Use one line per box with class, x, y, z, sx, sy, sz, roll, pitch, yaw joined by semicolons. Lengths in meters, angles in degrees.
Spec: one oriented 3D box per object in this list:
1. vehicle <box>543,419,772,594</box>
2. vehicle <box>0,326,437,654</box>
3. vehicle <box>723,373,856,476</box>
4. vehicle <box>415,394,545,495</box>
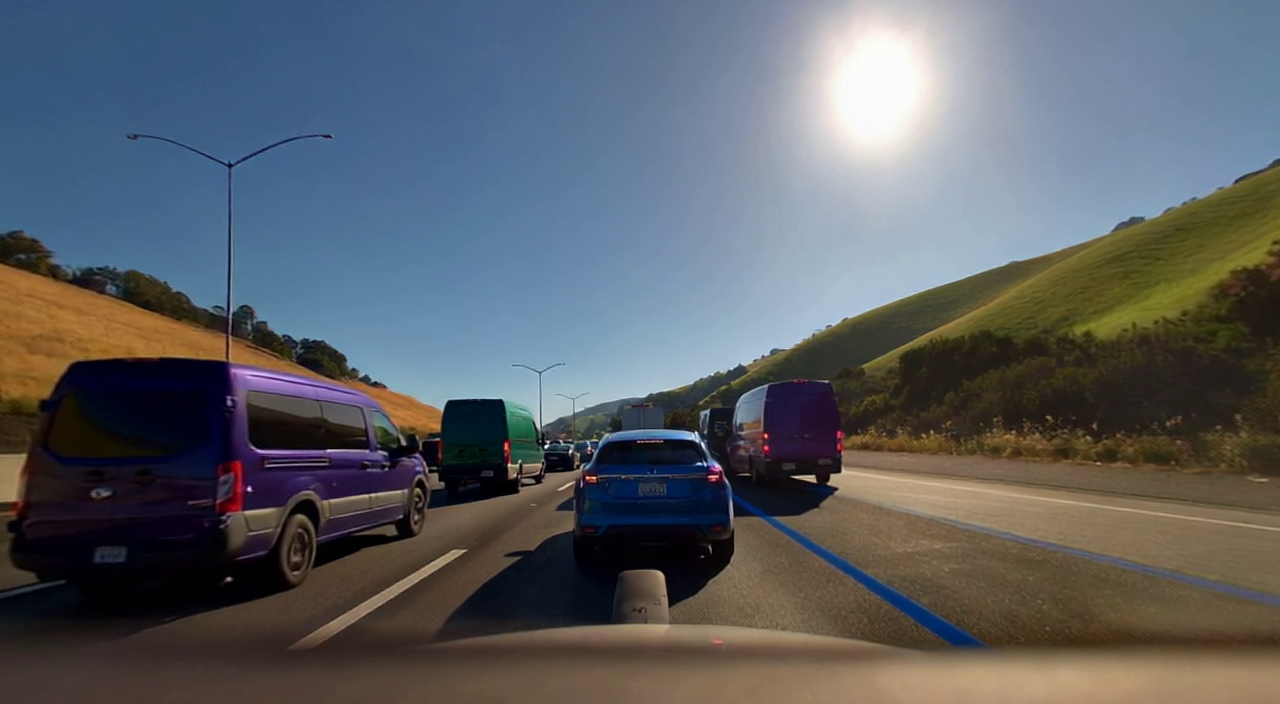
vehicle;0.104;1.645;7.552;2.003;1.499;3.930;0;-8;-1
vehicle;-4.219;1.259;6.798;2.195;2.086;5.445;0;-8;0
vehicle;6.361;3.532;29.427;2.977;3.878;11.111;0;-8;-3
vehicle;-4.482;2.763;18.876;2.300;2.522;5.701;0;-8;1
